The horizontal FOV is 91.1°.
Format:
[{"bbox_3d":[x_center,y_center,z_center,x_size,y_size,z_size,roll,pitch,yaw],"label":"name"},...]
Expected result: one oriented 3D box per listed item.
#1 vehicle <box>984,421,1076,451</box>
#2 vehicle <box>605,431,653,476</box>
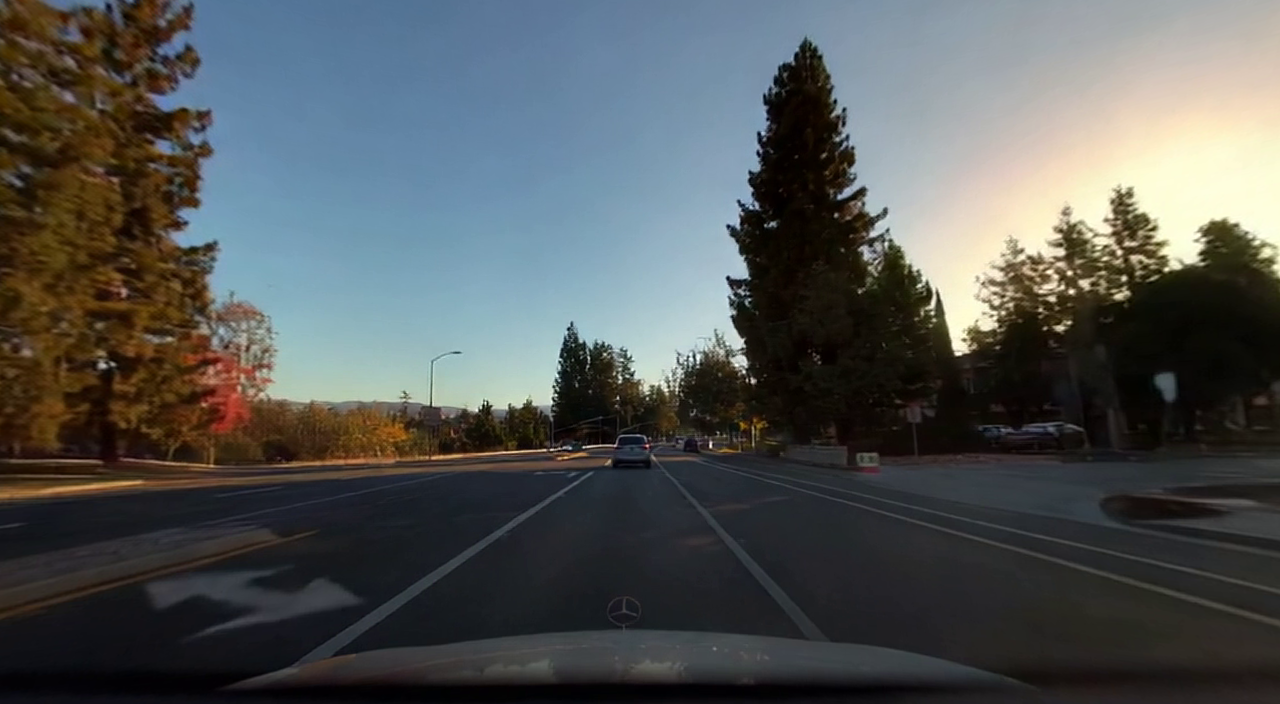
[{"bbox_3d":[22.656,4.964,36.703,1.826,1.621,4.546,2,-9,-13],"label":"vehicle"},{"bbox_3d":[-0.453,4.905,30.588,2.072,2.002,4.391,0,-8,2],"label":"vehicle"}]
